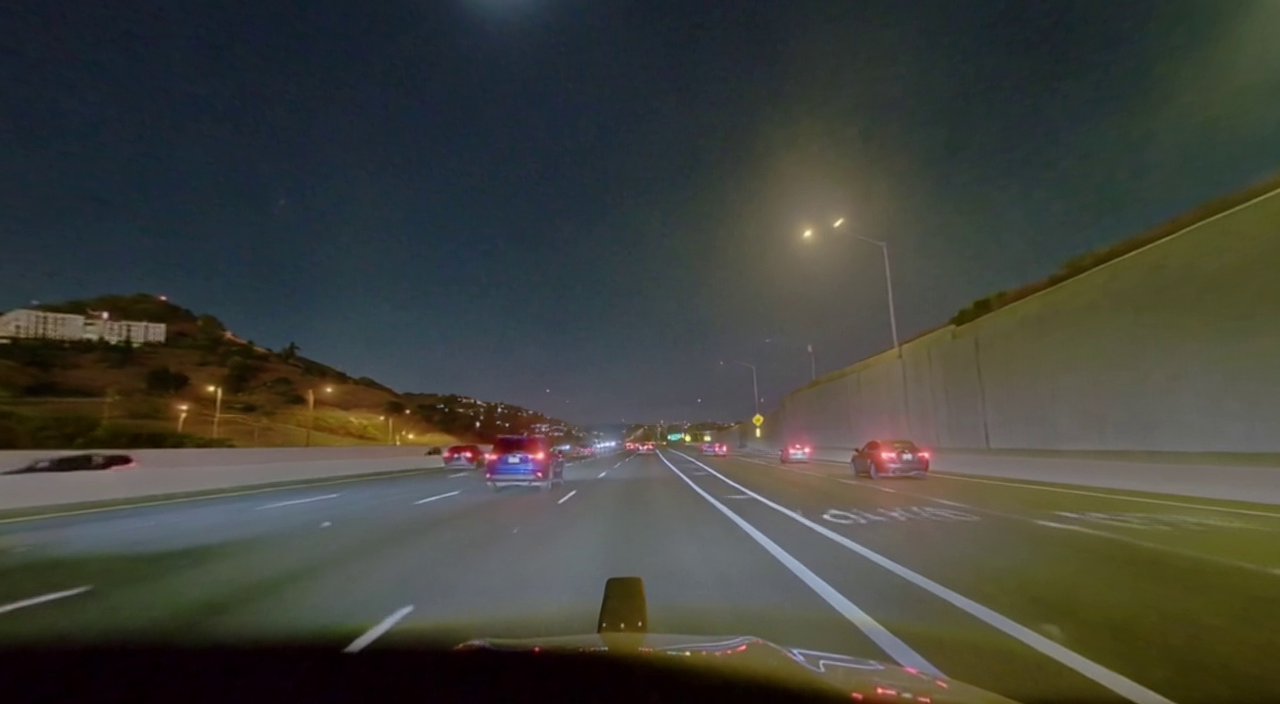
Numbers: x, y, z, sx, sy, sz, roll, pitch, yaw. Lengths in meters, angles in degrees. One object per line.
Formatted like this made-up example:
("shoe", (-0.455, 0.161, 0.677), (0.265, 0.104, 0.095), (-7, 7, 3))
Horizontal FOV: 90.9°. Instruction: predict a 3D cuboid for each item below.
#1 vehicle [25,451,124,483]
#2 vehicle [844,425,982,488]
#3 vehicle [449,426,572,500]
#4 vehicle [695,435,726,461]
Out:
("vehicle", (-31.953, 6.458, 35.789), (1.697, 1.643, 4.128), (-1, -8, 1))
("vehicle", (8.017, 3.112, 19.083), (2.122, 1.646, 4.491), (-1, -8, 0))
("vehicle", (-3.348, 3.014, 17.591), (2.210, 1.730, 5.133), (-1, -8, 2))
("vehicle", (5.411, 7.419, 48.859), (2.172, 1.824, 5.031), (-1, -8, 4))
